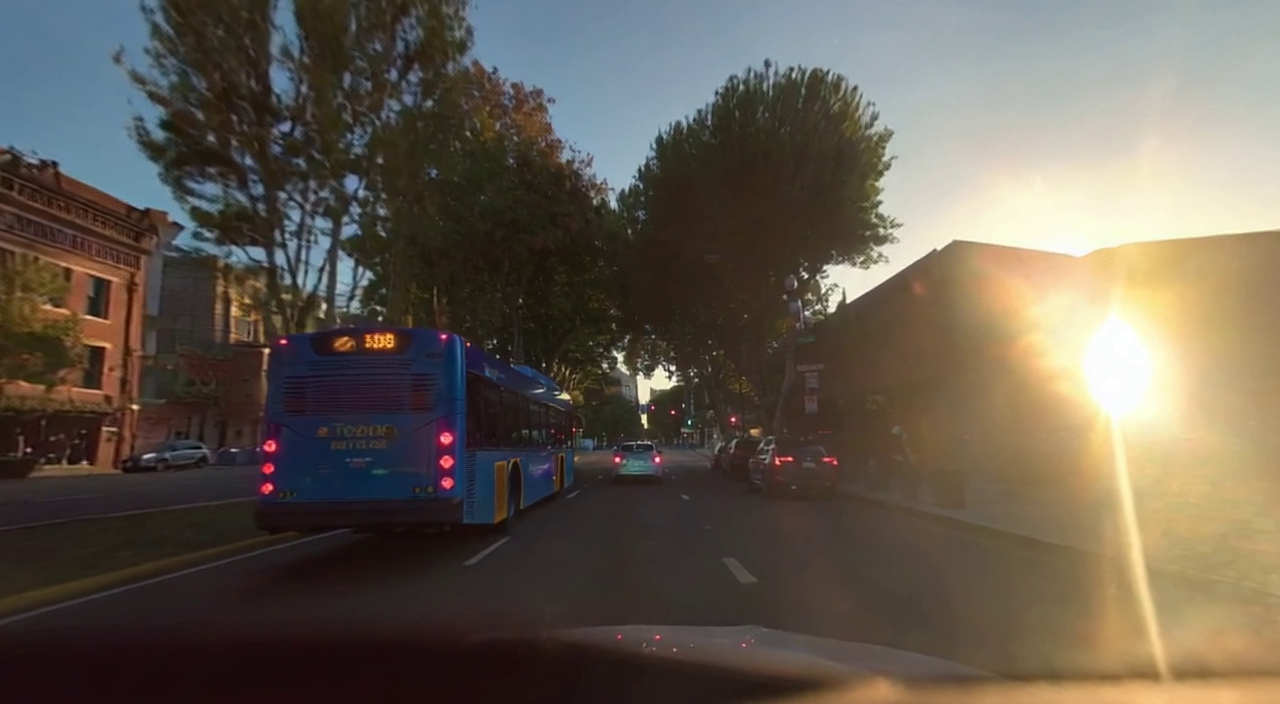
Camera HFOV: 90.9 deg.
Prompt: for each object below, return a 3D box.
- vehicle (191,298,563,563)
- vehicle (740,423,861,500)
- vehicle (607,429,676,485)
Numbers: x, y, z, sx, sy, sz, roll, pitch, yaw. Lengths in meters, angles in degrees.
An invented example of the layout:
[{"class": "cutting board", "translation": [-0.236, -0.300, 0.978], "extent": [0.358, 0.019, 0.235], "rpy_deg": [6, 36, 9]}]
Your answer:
[{"class": "vehicle", "translation": [-3.338, 1.465, 11.148], "extent": [2.920, 2.884, 8.588], "rpy_deg": [0, -9, -1]}, {"class": "vehicle", "translation": [4.095, 2.896, 16.999], "extent": [2.138, 1.787, 4.522], "rpy_deg": [0, -9, 1]}, {"class": "vehicle", "translation": [0.070, 3.547, 21.548], "extent": [2.120, 1.727, 3.917], "rpy_deg": [0, -9, 1]}]
